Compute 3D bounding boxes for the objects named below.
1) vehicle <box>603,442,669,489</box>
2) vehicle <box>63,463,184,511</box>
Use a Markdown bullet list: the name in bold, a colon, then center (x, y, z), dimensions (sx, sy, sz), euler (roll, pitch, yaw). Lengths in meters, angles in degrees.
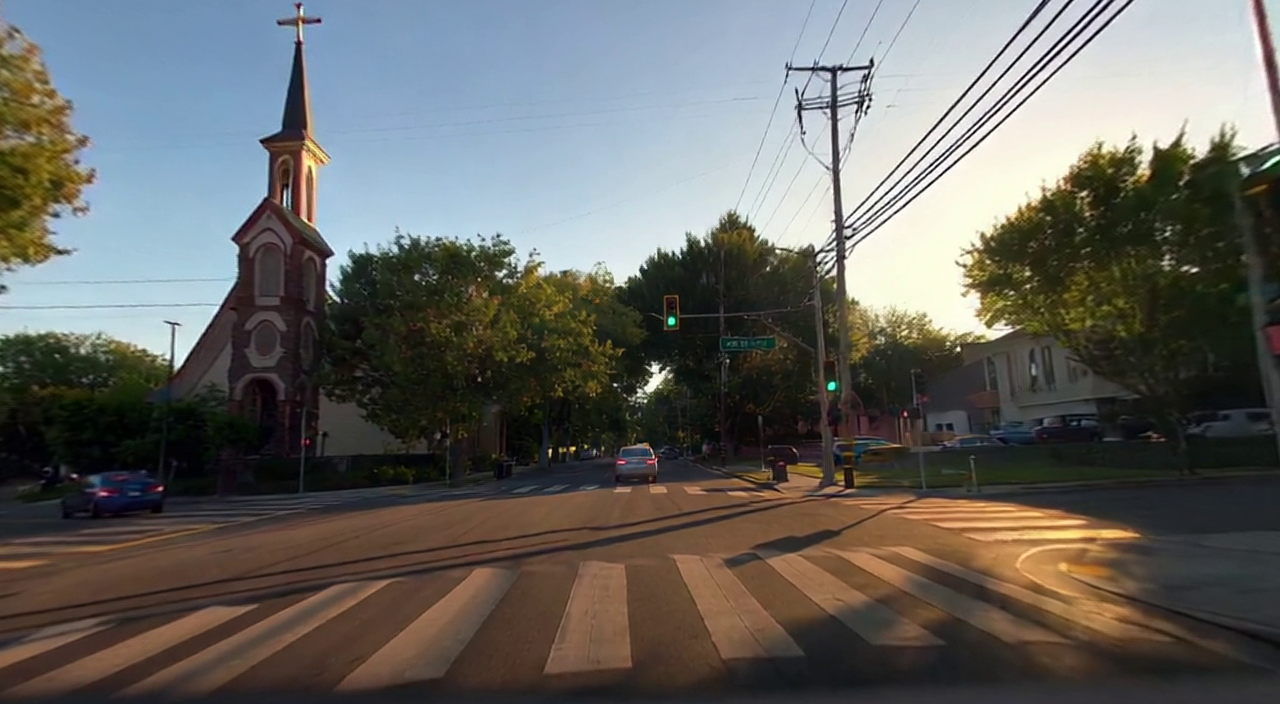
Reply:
- **vehicle**: center (-0.148, 3.907, 22.041), dimensions (2.093, 1.497, 4.010), euler (0, -8, -1)
- **vehicle**: center (-18.861, 4.862, 22.989), dimensions (3.578, 1.488, 1.930), euler (-4, -9, 25)
